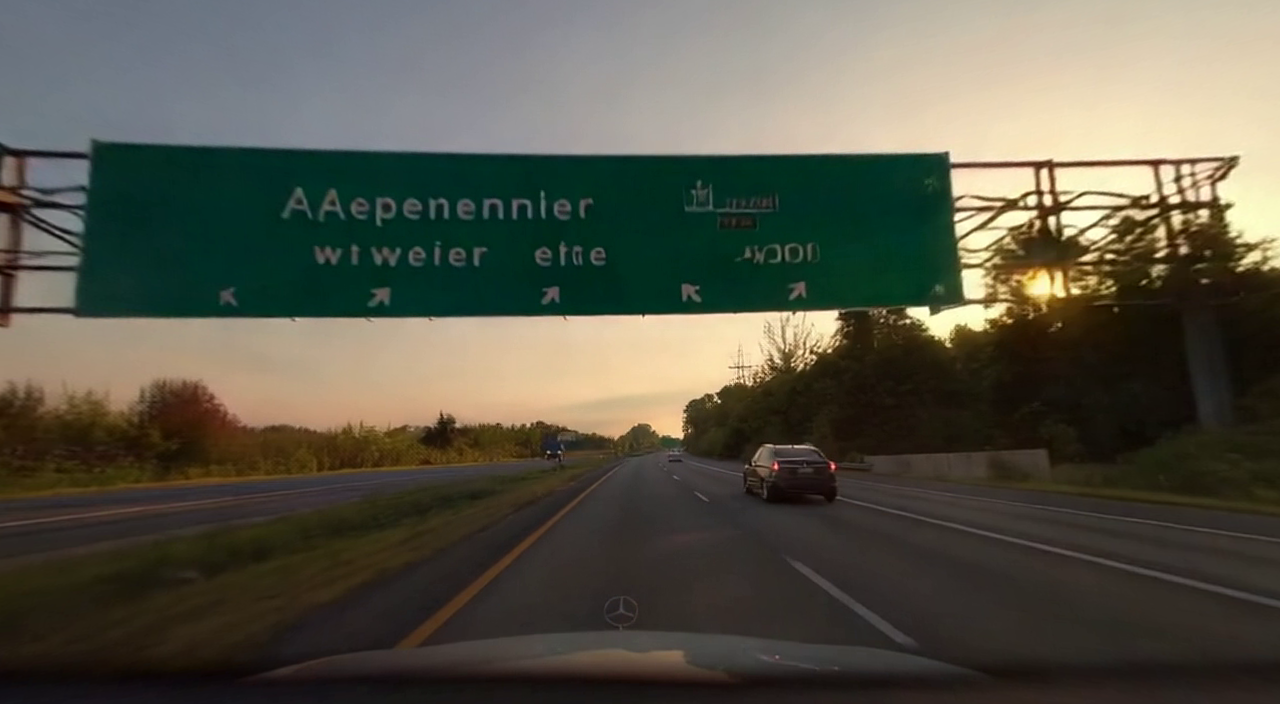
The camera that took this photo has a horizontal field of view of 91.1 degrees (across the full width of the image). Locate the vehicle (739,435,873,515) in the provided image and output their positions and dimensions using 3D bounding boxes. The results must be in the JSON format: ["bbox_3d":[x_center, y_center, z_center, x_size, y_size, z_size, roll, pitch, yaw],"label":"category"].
[{"bbox_3d":[3.644,2.763,14.540,2.024,1.579,3.707,0,-9,-1],"label":"vehicle"}]
